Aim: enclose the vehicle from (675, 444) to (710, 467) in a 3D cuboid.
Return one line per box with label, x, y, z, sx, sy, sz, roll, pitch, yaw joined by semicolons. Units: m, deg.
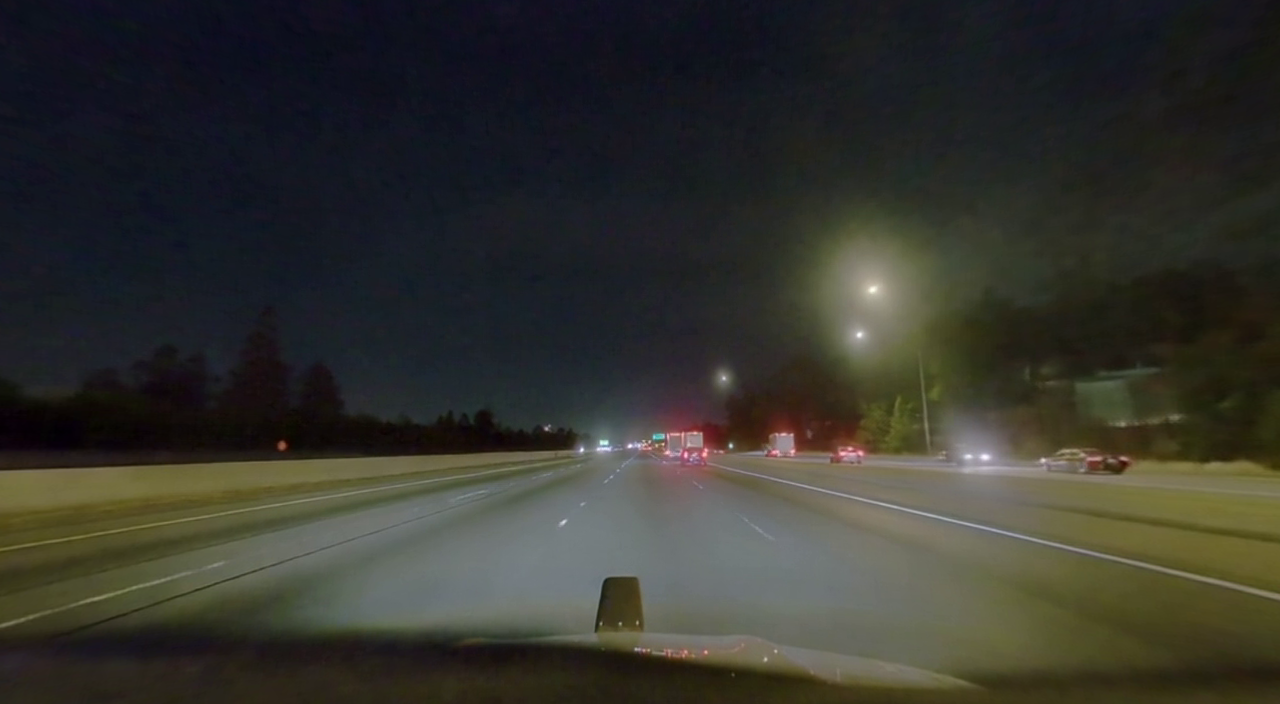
vehicle;3.614;7.263;44.310;2.033;1.501;4.398;0;-9;-1
